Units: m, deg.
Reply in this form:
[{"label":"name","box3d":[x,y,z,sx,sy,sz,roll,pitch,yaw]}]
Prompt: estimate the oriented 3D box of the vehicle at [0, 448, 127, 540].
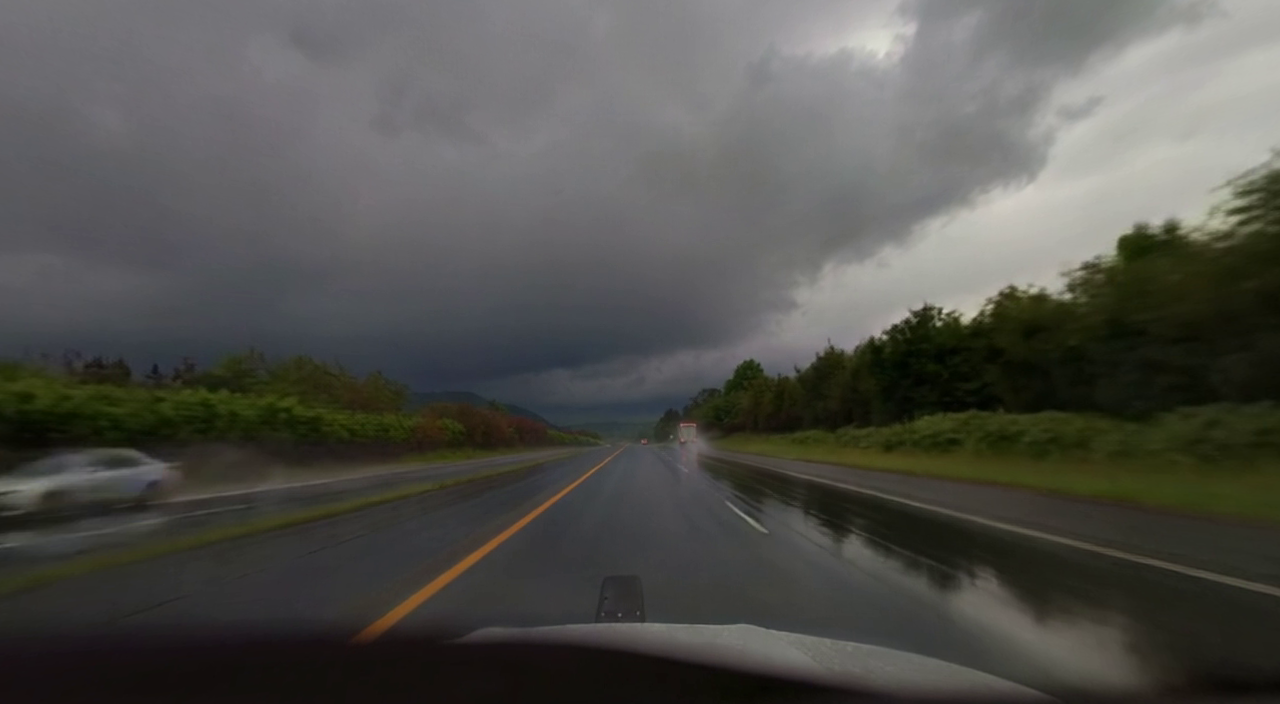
[{"label":"vehicle","box3d":[-11.766,2.473,10.993,1.874,1.495,4.409,0,-8,0]}]
